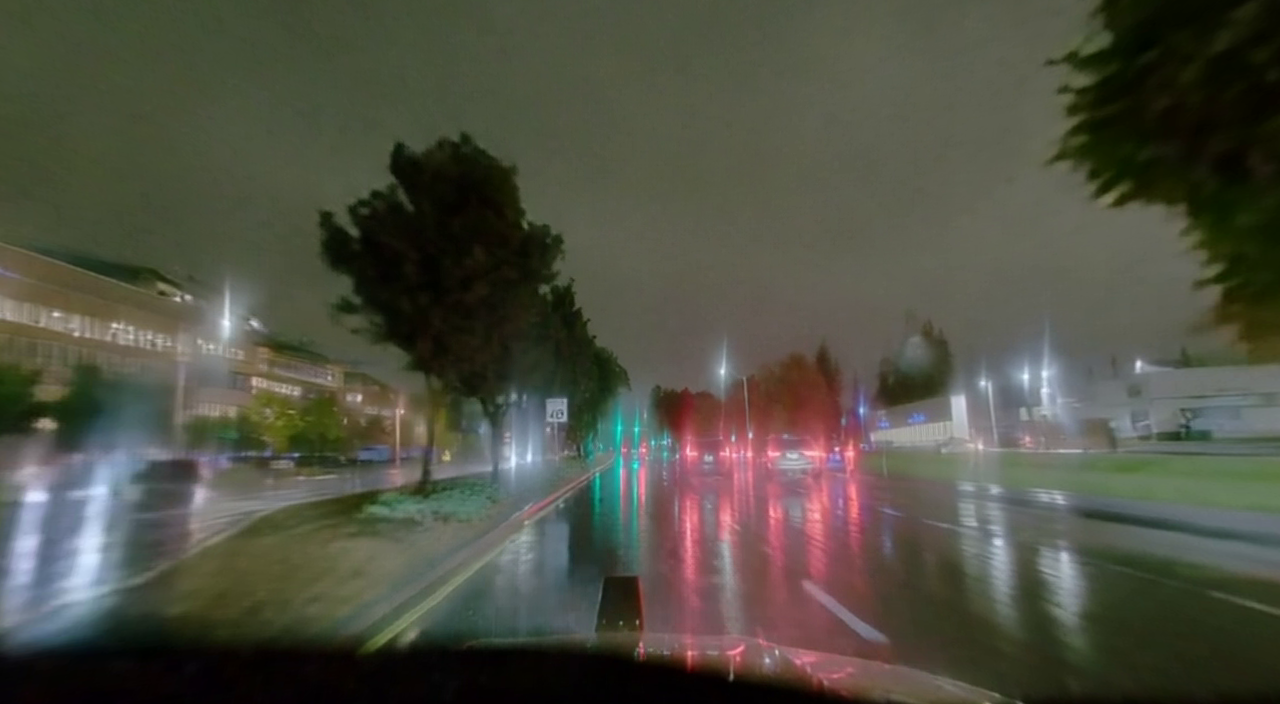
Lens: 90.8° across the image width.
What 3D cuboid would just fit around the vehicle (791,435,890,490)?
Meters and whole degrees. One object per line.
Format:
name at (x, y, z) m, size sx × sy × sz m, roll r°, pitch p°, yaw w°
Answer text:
vehicle at (6.839, 3.804, 22.114) m, size 2.025 × 1.719 × 4.161 m, roll 0°, pitch -9°, yaw -1°

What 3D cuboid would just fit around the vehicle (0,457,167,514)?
vehicle at (-18.280, 4.226, 20.526) m, size 2.129 × 1.531 × 4.696 m, roll 0°, pitch -9°, yaw 1°

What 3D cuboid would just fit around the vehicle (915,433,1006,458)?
vehicle at (20.442, 6.000, 40.401) m, size 4.608 × 1.533 × 2.193 m, roll 0°, pitch -9°, yaw -1°

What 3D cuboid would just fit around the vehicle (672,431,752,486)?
vehicle at (2.501, 3.880, 23.194) m, size 2.227 × 1.794 × 4.457 m, roll 1°, pitch -9°, yaw -3°

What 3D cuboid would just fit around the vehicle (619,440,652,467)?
vehicle at (-0.281, 6.793, 42.414) m, size 2.132 × 1.693 × 3.819 m, roll 0°, pitch -9°, yaw 0°
